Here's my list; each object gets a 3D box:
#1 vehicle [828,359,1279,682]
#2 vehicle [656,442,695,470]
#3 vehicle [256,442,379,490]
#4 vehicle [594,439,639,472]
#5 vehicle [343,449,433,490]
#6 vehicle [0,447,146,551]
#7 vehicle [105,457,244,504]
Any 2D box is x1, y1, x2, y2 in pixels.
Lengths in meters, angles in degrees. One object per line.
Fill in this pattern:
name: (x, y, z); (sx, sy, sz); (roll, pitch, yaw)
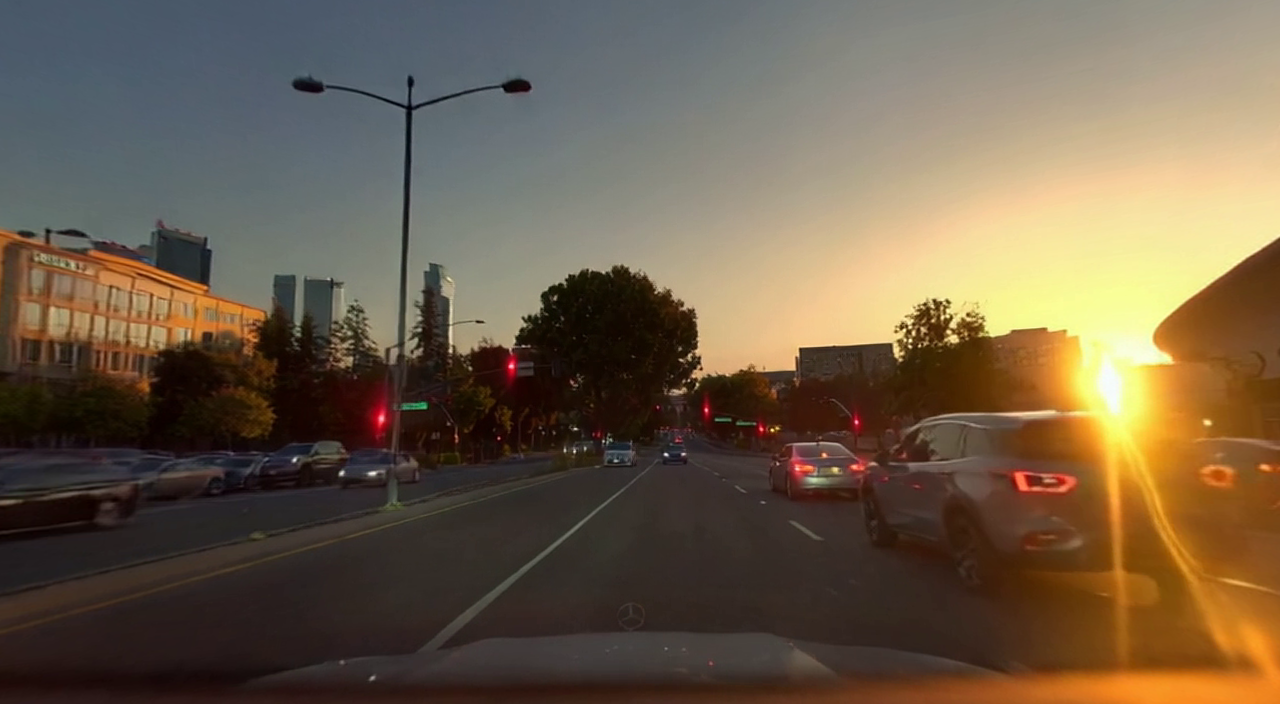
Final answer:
vehicle: (3.608, 1.293, 6.041); (2.282, 1.797, 4.924); (-1, -8, 3)
vehicle: (2.016, 5.853, 35.662); (2.059, 1.477, 3.988); (-1, -8, 4)
vehicle: (-14.134, 5.005, 28.153); (2.337, 1.895, 5.872); (0, -8, 1)
vehicle: (-1.232, 5.829, 35.706); (2.057, 1.678, 4.639); (-1, -8, 4)
vehicle: (-10.157, 4.732, 25.745); (1.884, 1.456, 4.356); (0, -8, 0)
vehicle: (-10.759, 2.302, 9.959); (2.047, 1.572, 4.472); (-1, -8, 4)
vehicle: (-16.988, 4.660, 23.340); (1.804, 1.437, 4.560); (0, -8, -2)
